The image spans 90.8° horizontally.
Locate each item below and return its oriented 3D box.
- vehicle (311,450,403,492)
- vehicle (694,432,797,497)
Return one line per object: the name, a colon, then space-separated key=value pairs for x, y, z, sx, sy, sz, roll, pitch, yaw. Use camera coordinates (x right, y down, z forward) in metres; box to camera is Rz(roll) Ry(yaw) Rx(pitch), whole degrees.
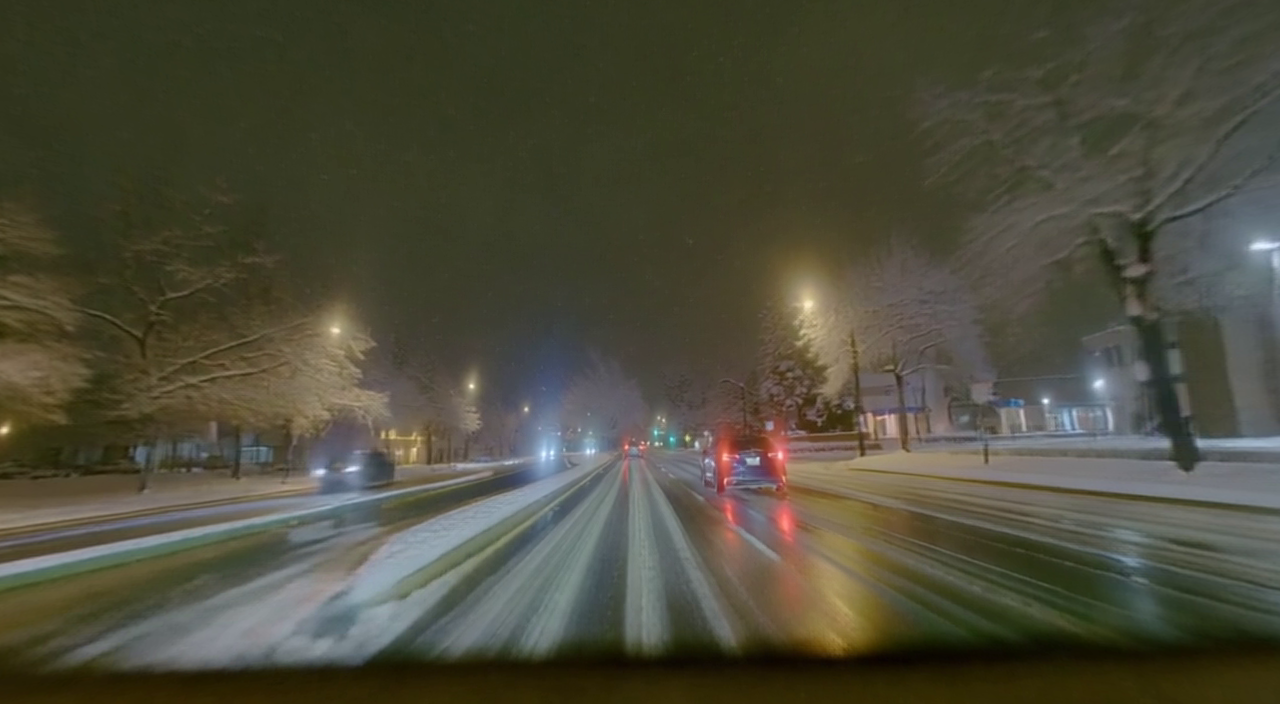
vehicle: x=-12.239 y=5.144 z=27.697 sx=1.943 sy=1.672 sz=4.368 roll=0 pitch=-8 yaw=1
vehicle: x=2.830 y=3.165 z=18.181 sx=1.995 sy=1.616 sz=4.729 roll=0 pitch=-8 yaw=-2
